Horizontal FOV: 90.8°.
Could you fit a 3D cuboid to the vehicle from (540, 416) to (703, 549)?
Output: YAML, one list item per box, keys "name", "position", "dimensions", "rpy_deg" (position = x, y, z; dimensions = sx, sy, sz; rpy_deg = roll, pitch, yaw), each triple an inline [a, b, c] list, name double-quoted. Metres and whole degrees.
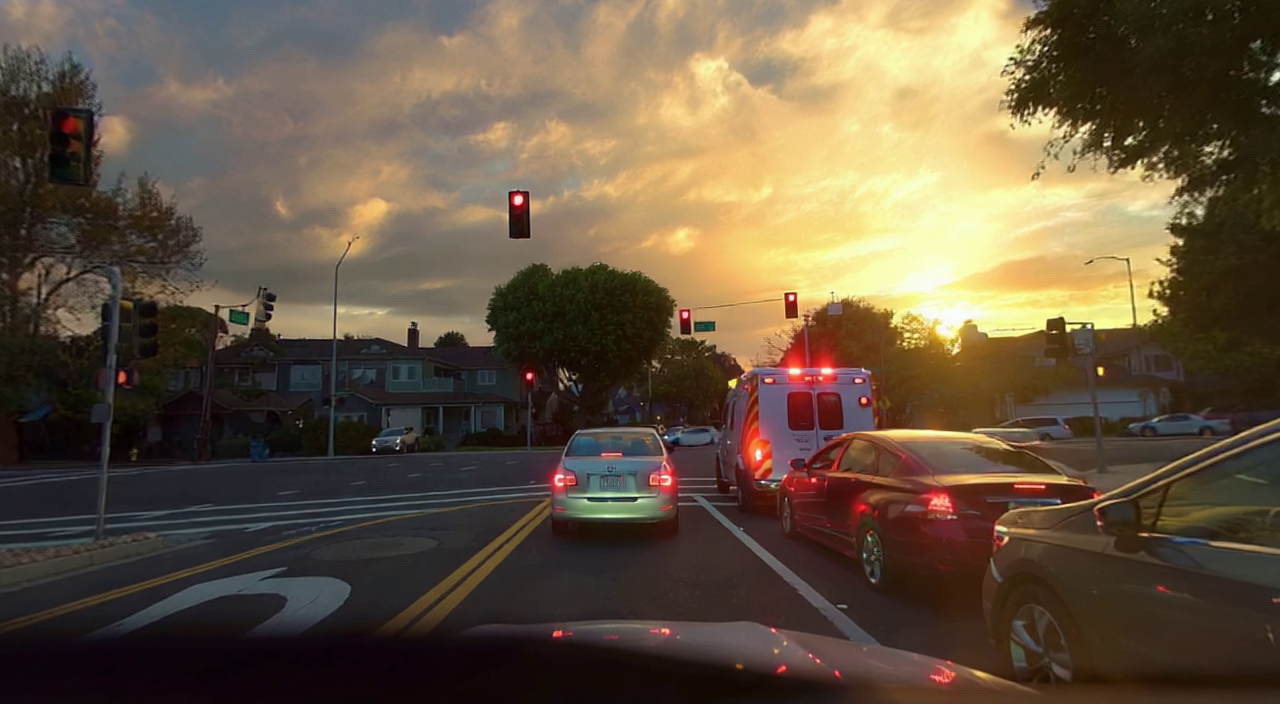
- name: "vehicle"
  position: [-0.273, 1.980, 10.184]
  dimensions: [2.114, 1.707, 3.725]
  rpy_deg: [0, -8, -1]

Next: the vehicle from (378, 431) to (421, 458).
- name: "vehicle"
  position: [-17.746, 6.875, 46.849]
  dimensions: [2.246, 1.880, 4.454]
  rpy_deg: [1, -8, -12]

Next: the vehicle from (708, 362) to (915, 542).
- name: "vehicle"
  position: [2.876, 1.896, 12.362]
  dimensions: [2.406, 2.687, 5.521]
  rpy_deg: [0, -8, -1]

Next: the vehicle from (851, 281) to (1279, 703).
- name: "vehicle"
  position: [2.851, 0.885, 2.841]
  dimensions: [2.194, 1.820, 4.652]
  rpy_deg: [0, -8, 0]
